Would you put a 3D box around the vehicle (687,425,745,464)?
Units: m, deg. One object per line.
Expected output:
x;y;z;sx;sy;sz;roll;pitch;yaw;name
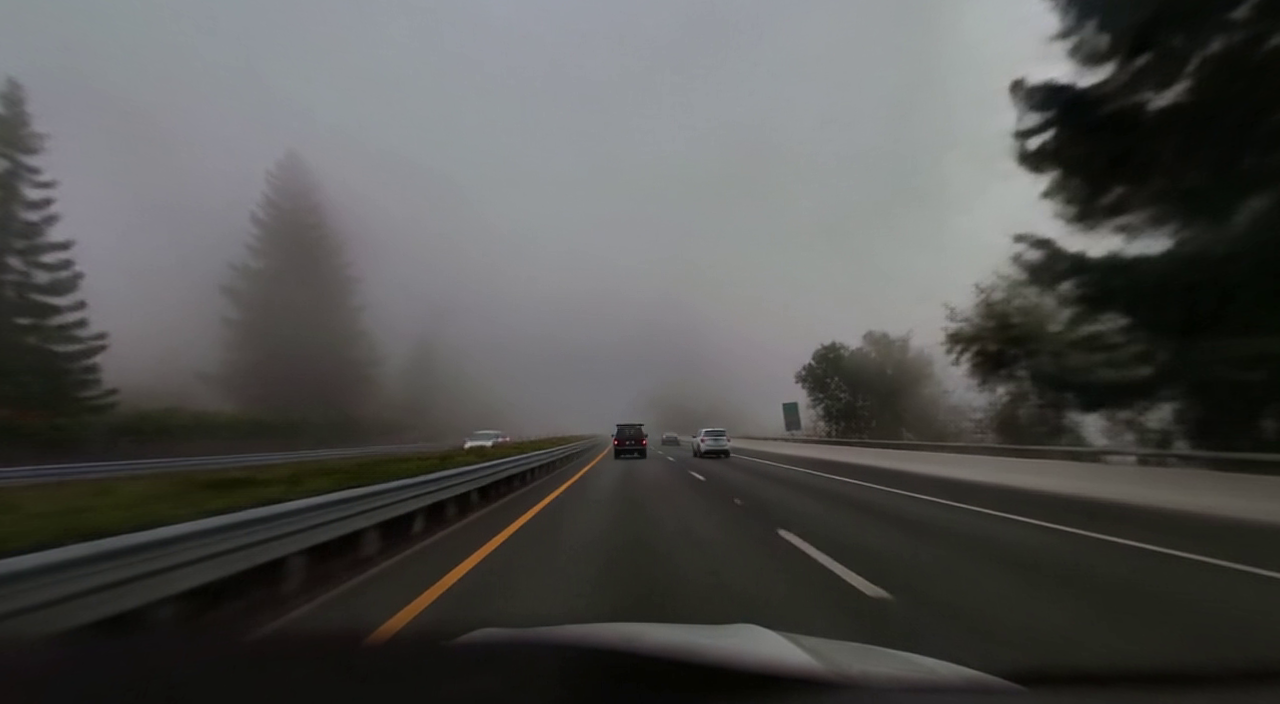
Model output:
3.364;4.190;28.629;1.981;1.606;3.956;0;-8;-2;vehicle

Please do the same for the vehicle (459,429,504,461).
-9.302;5.474;37.226;1.811;1.736;3.792;-2;-7;-1;vehicle

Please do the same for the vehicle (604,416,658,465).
-0.456;4.100;29.261;2.270;2.044;4.633;0;-8;-2;vehicle
